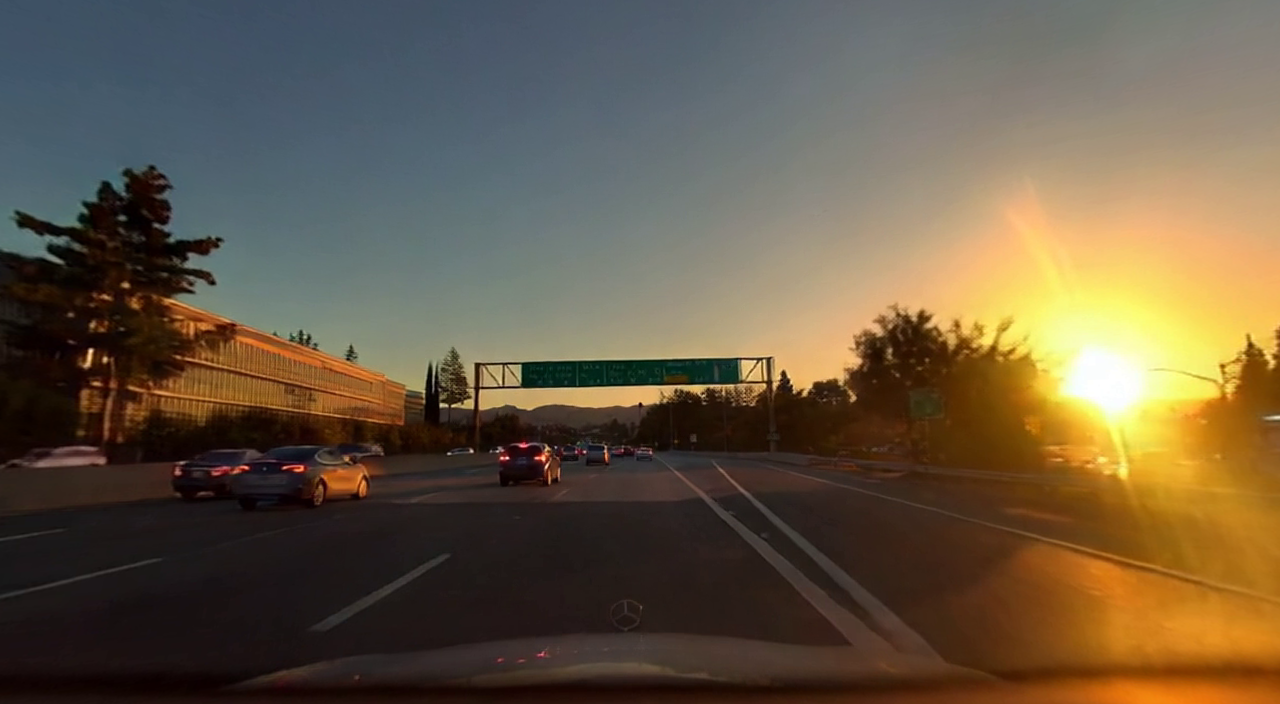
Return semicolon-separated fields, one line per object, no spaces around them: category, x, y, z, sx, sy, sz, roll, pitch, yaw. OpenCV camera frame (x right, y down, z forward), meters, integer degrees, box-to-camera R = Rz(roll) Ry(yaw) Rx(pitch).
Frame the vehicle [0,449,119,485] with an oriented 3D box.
vehicle;-27.322;5.294;29.347;1.885;1.530;4.800;0;-9;0

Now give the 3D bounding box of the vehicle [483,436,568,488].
vehicle;-4.020;3.958;22.963;2.158;1.717;4.375;0;-9;2

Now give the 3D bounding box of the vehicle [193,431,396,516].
vehicle;-7.744;2.753;14.786;2.071;1.661;4.540;0;-9;1
